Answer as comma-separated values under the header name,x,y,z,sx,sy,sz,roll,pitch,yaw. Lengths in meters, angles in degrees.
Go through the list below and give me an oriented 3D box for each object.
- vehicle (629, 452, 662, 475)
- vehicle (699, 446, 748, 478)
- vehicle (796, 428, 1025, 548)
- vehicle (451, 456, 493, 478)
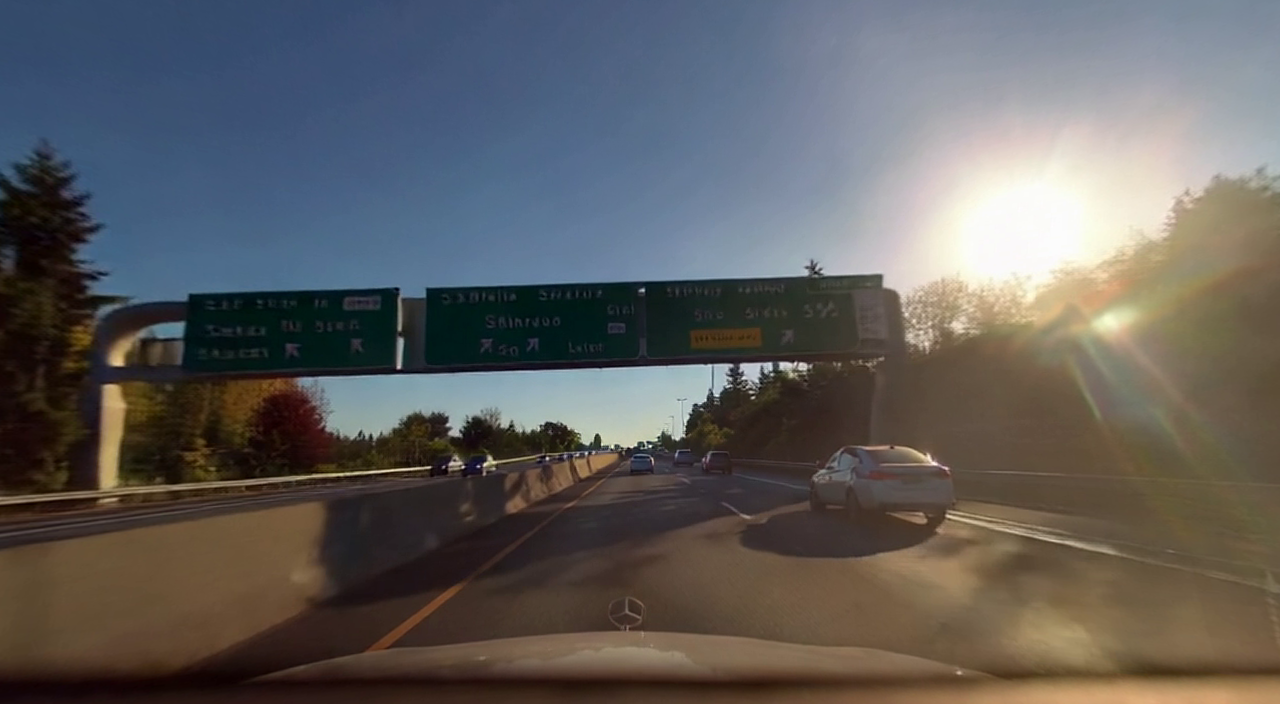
name,x,y,z,sx,sy,sz,roll,pitch,yaw
vehicle,0.343,7.059,40.050,2.012,1.320,3.777,0,-9,1
vehicle,4.317,5.758,33.159,1.935,1.594,3.981,0,-9,-1
vehicle,4.281,2.224,10.954,1.969,1.639,4.472,0,-9,0
vehicle,-12.196,8.374,45.939,1.830,1.463,4.503,0,-9,0
